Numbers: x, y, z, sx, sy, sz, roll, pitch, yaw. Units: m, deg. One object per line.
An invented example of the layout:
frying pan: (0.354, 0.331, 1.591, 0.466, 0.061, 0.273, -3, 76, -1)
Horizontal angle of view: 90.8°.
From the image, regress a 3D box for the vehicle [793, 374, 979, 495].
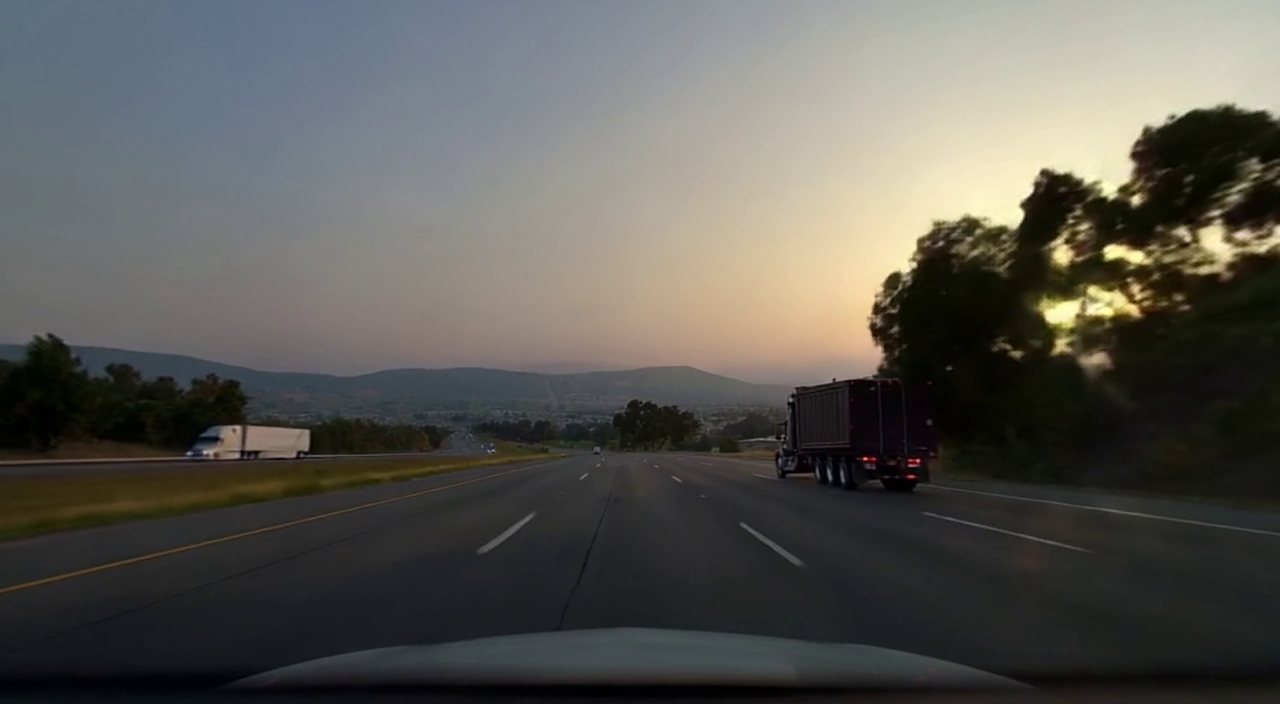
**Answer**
vehicle: (7.003, 2.607, 19.419, 2.627, 3.011, 7.287, 0, -9, -1)
